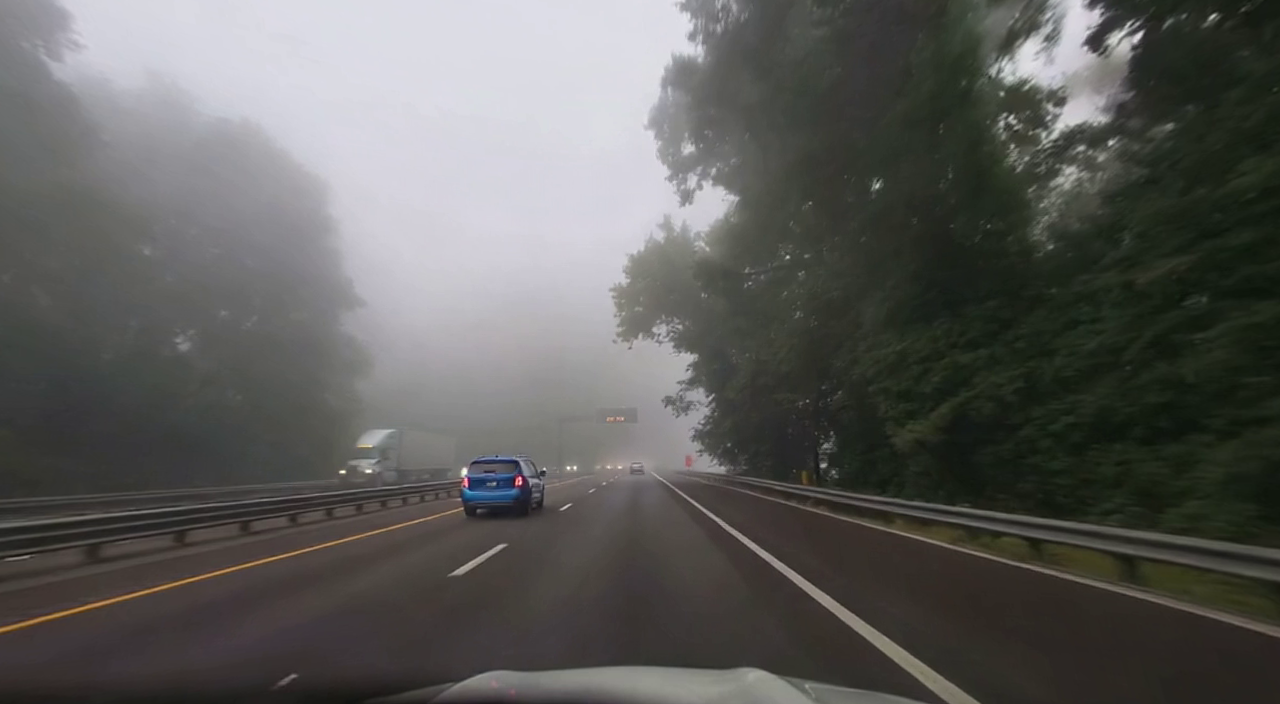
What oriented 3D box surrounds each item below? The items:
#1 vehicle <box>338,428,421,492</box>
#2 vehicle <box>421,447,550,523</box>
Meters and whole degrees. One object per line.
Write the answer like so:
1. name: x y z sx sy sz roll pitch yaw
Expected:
1. vehicle: -17.574 7.396 42.977 2.973 3.982 5.879 1 -10 -1
2. vehicle: -3.605 3.242 15.664 2.081 1.586 4.245 1 -10 0
